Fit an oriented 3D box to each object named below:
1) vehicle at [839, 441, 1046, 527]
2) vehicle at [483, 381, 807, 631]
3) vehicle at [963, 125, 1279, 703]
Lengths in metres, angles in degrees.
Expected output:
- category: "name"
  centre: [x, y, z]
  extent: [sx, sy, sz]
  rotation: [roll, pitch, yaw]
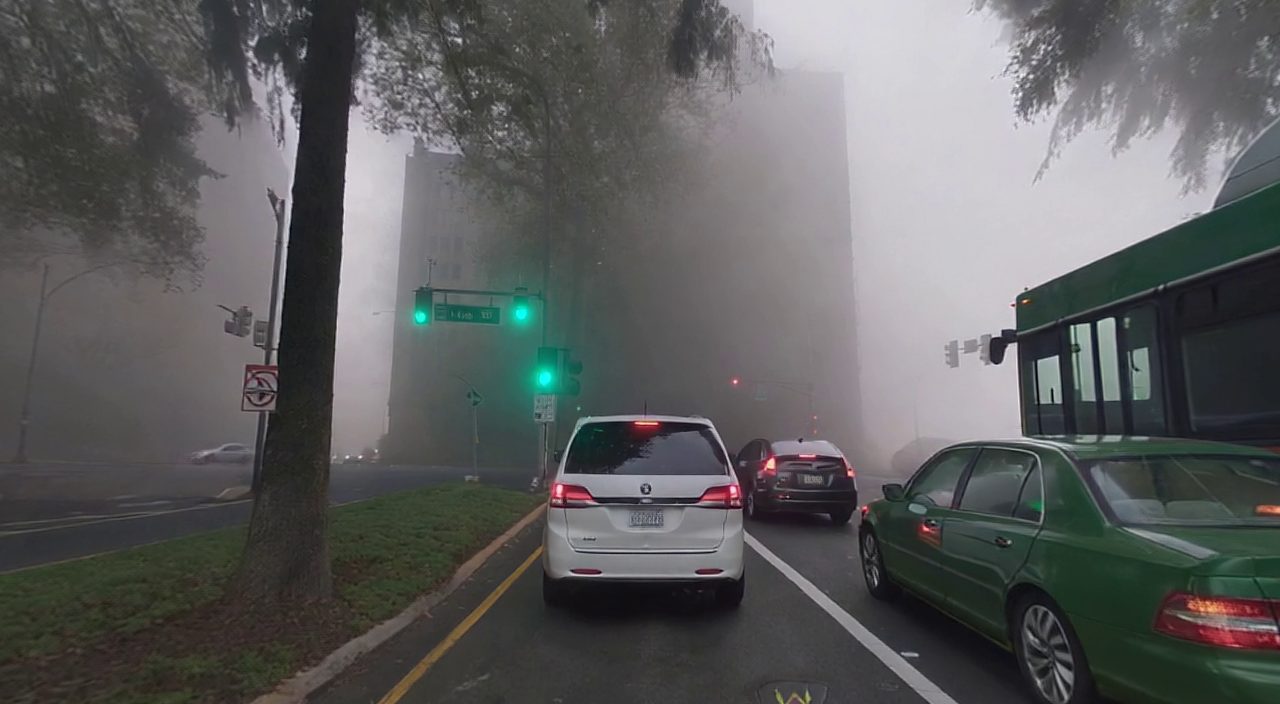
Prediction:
- category: "vehicle"
  centre: [5.982, 2.635, 13.237]
  extent: [1.987, 1.457, 4.675]
  rotation: [0, -8, -1]
- category: "vehicle"
  centre: [0.012, 1.473, 7.022]
  extent: [2.381, 1.842, 4.603]
  rotation: [0, -8, -1]
- category: "vehicle"
  centre: [2.609, 0.315, 0.441]
  extent: [2.037, 2.065, 5.037]
  rotation: [0, -8, 0]
